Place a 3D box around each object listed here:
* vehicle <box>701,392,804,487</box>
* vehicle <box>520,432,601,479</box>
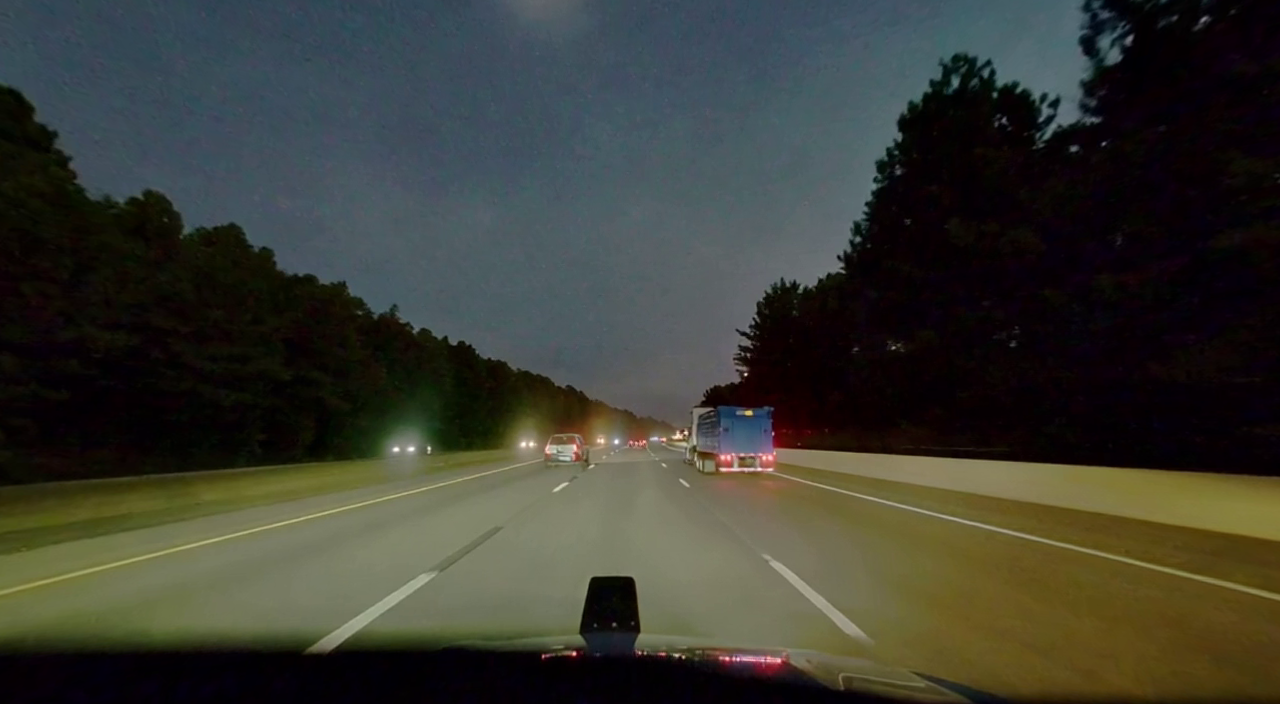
[{"bbox_3d":[3.264,2.664,19.218,2.256,2.568,4.049,0,-8,-1],"label":"vehicle"},{"bbox_3d":[-2.788,3.725,23.161,2.195,1.529,4.572,0,-8,2],"label":"vehicle"}]
